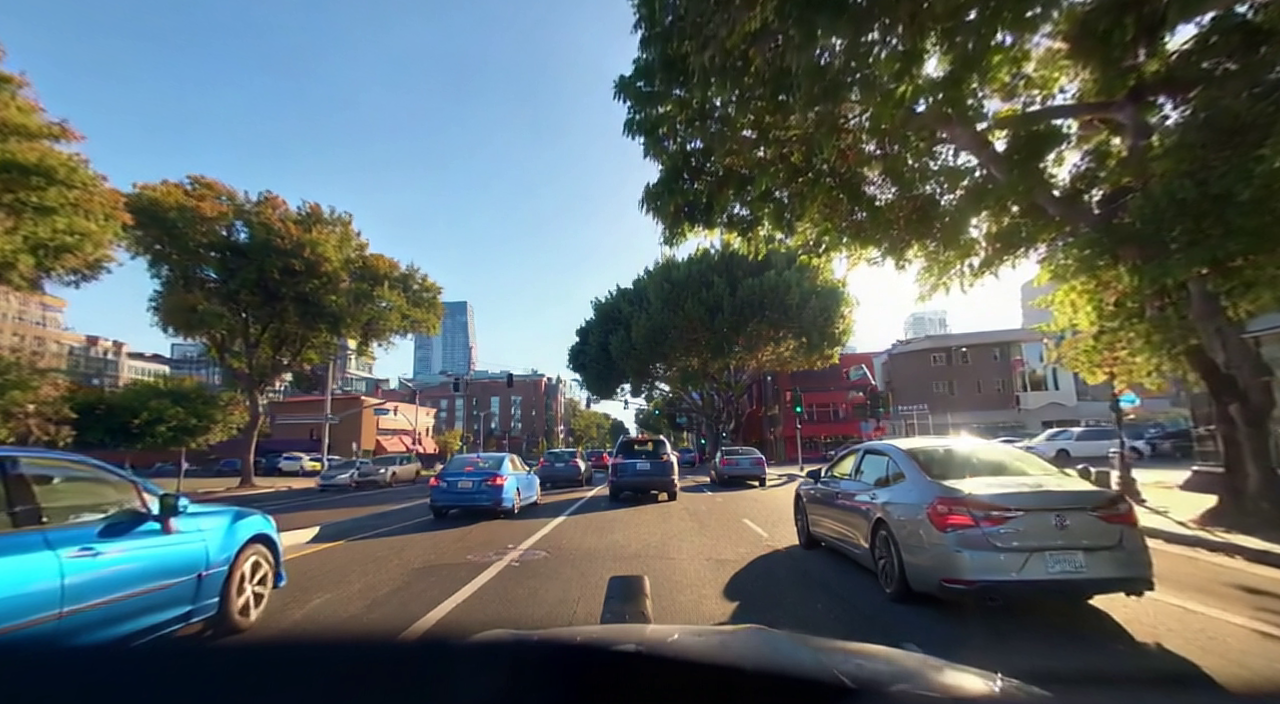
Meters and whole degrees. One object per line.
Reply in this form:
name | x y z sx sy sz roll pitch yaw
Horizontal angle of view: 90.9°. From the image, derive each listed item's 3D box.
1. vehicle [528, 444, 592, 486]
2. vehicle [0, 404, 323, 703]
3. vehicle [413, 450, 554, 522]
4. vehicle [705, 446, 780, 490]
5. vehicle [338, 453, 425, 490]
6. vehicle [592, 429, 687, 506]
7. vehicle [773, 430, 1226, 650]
vehicle | -3.312 4.784 26.953 2.130 1.645 3.995 0 -8 1
vehicle | -3.979 1.109 3.503 2.173 1.536 4.285 0 -8 0
vehicle | -3.333 2.931 14.323 2.115 1.369 3.908 0 -8 1
vehicle | 3.671 4.245 23.446 2.058 1.472 4.317 0 -8 0
vehicle | -12.053 5.563 29.798 2.069 1.539 4.595 0 -8 1
vehicle | 0.012 3.224 18.056 2.361 1.898 4.465 0 -8 1
vehicle | 2.927 1.619 6.606 2.052 1.475 4.540 0 -8 0
